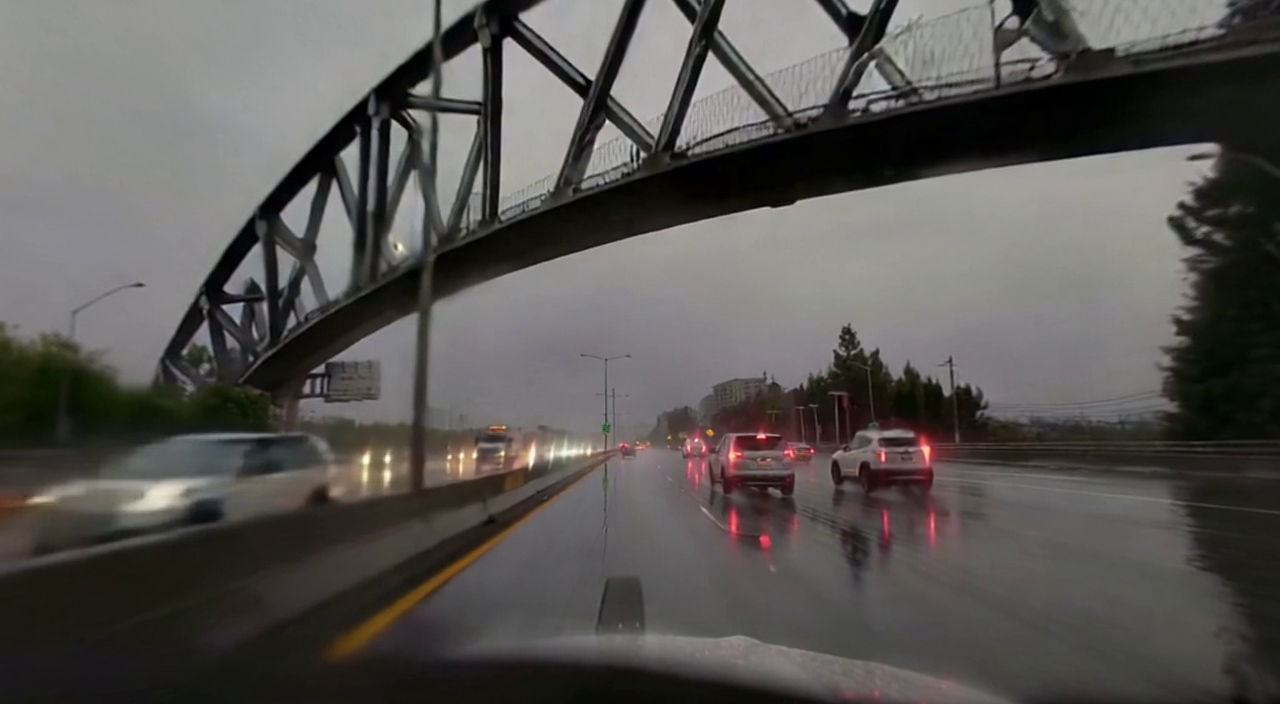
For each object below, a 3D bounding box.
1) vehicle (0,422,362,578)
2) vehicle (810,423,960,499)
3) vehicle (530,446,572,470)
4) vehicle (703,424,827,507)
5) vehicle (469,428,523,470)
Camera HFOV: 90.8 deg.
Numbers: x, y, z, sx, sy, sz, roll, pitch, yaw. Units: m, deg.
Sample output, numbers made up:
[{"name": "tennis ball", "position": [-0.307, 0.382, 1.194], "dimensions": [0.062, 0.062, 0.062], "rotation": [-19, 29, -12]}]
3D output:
[{"name": "vehicle", "position": [-5.915, 1.902, 8.957], "dimensions": [2.019, 1.633, 4.367], "rotation": [0, -9, -1]}, {"name": "vehicle", "position": [6.522, 2.973, 17.606], "dimensions": [2.040, 1.801, 4.959], "rotation": [0, -9, -2]}, {"name": "vehicle", "position": [-5.737, 6.855, 41.191], "dimensions": [2.026, 1.474, 4.578], "rotation": [0, -9, 0]}, {"name": "vehicle", "position": [2.856, 2.712, 15.513], "dimensions": [2.059, 1.711, 4.302], "rotation": [0, -9, -1]}, {"name": "vehicle", "position": [-10.162, 6.944, 45.205], "dimensions": [2.307, 2.726, 6.596], "rotation": [0, -9, 0]}]
